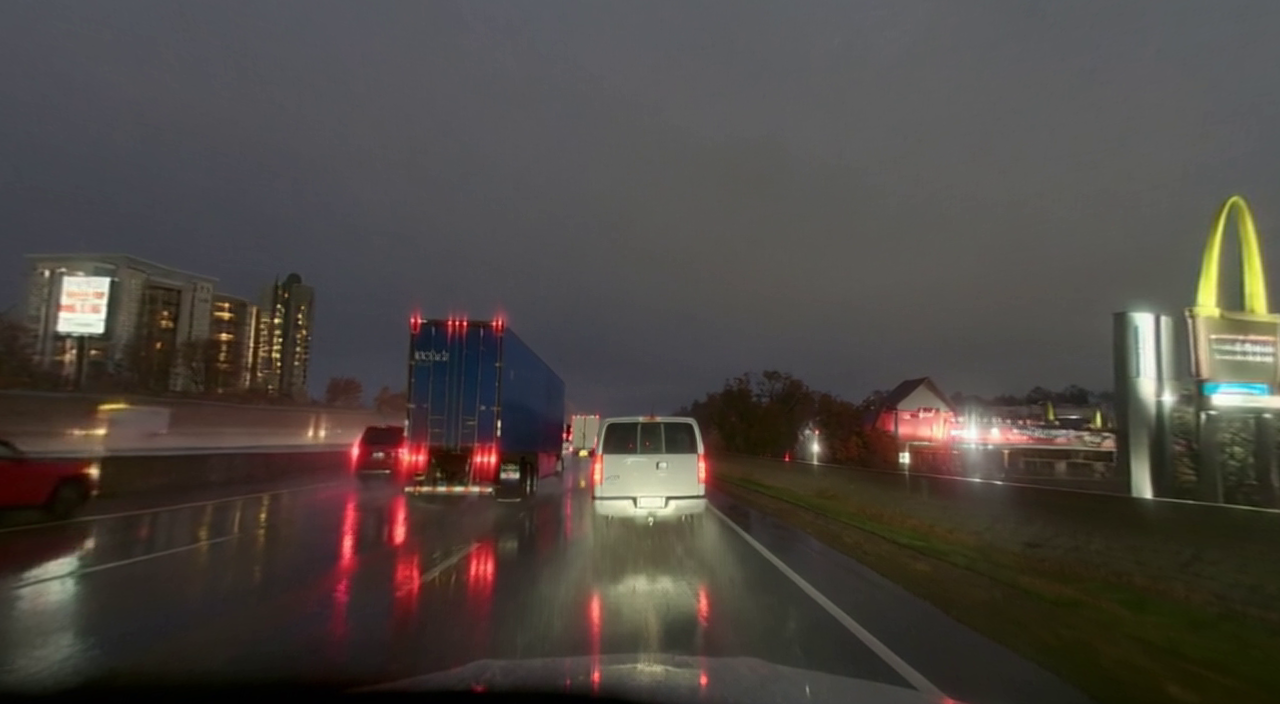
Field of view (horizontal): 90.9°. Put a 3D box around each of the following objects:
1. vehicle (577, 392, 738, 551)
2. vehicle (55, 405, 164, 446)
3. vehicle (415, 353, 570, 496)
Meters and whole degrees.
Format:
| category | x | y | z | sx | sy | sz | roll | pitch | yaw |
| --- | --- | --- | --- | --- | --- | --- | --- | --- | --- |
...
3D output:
| category | x | y | z | sx | sy | sz | roll | pitch | yaw |
| --- | --- | --- | --- | --- | --- | --- | --- | --- | --- |
| vehicle | 0.127 | 1.756 | 9.750 | 1.947 | 1.910 | 4.040 | 0 | -9 | -2 |
| vehicle | -33.663 | 4.767 | 40.297 | 1.996 | 2.383 | 5.767 | 0 | -9 | -2 |
| vehicle | -4.082 | 2.414 | 19.855 | 2.814 | 3.513 | 8.529 | 0 | -9 | 0 |
